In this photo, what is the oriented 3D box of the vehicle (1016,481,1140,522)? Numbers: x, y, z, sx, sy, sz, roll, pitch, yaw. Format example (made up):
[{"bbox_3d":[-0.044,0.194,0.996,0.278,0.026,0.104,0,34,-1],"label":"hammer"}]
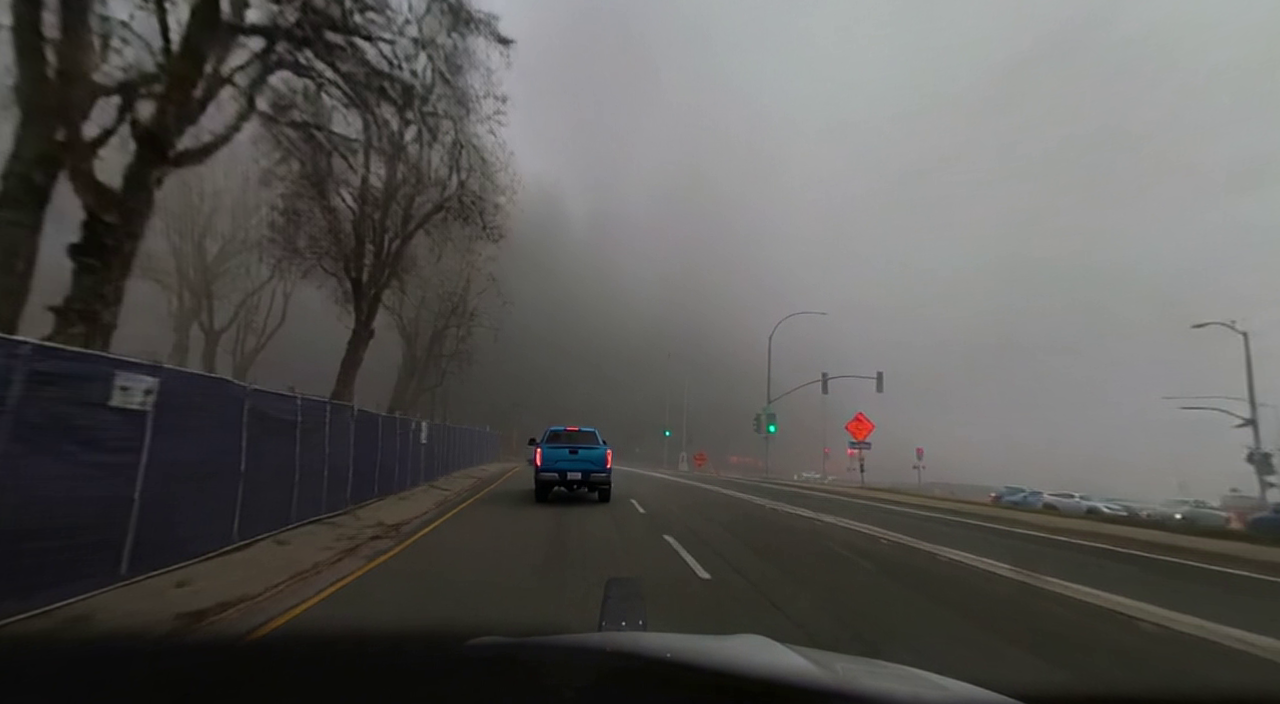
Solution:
[{"bbox_3d":[18.871,6.446,27.448,1.808,1.467,4.360,2,-10,-9],"label":"vehicle"}]

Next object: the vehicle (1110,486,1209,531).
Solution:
[{"bbox_3d":[23.606,7.066,28.826,1.751,1.576,3.933,8,-10,10],"label":"vehicle"}]

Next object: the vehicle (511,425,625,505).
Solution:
[{"bbox_3d":[-1.733,2.830,16.285,2.436,1.698,5.322,0,-8,-4],"label":"vehicle"}]
